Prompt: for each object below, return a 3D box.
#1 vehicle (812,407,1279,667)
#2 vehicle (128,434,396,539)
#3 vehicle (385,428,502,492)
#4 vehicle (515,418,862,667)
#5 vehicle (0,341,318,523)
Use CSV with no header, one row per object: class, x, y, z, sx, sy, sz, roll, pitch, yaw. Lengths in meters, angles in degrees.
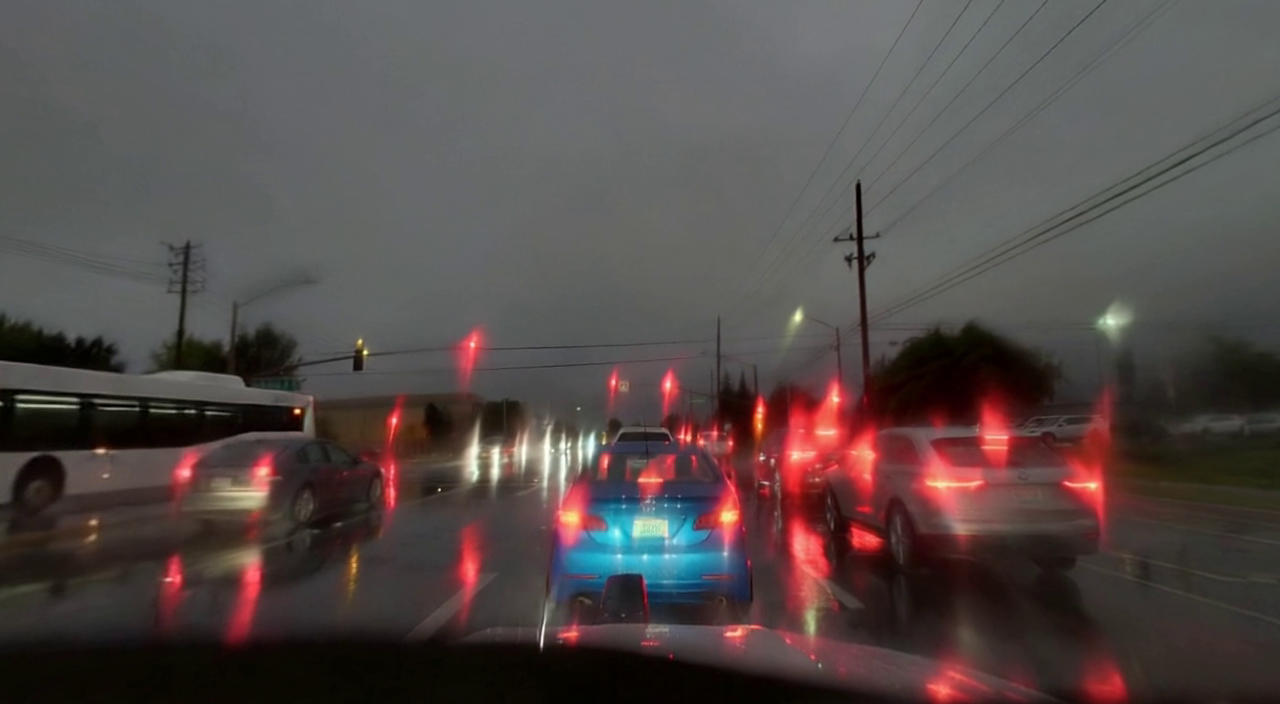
vehicle,3.142,1.401,5.885,1.870,1.523,4.096,0,-8,0
vehicle,-6.399,2.290,11.514,1.955,1.497,4.639,-1,-8,1
vehicle,-6.259,3.496,20.900,2.070,1.824,5.196,-1,-8,2
vehicle,0.283,1.451,5.897,2.109,1.483,3.964,0,-8,0
vehicle,-13.680,2.283,17.195,3.005,3.443,12.583,-1,-8,1
